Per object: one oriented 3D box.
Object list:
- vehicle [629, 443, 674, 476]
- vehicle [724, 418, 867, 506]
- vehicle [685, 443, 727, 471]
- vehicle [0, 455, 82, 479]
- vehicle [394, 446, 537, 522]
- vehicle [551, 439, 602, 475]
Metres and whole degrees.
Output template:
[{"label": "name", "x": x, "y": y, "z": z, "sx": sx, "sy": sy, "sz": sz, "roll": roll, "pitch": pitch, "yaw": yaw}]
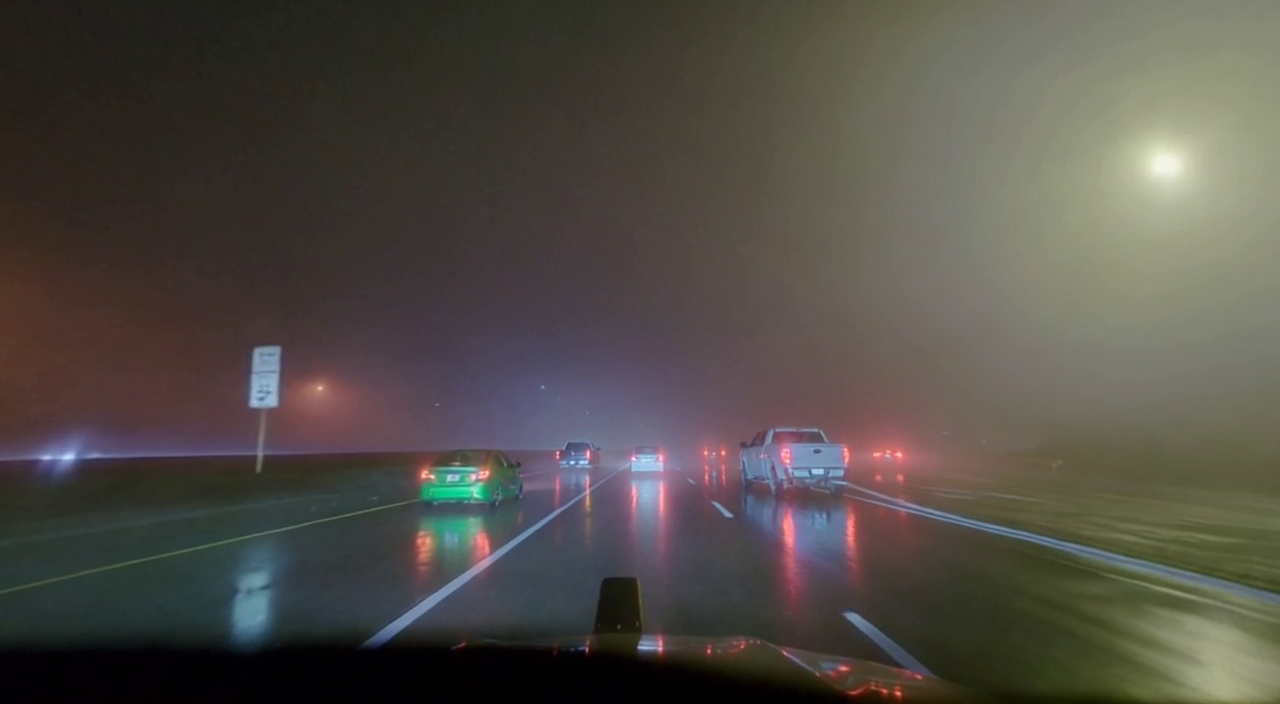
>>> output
[{"label": "vehicle", "x": 0.582, "y": 5.452, "z": 32.254, "sx": 2.147, "sy": 1.572, "sz": 4.094, "roll": 0, "pitch": -9, "yaw": 0}, {"label": "vehicle", "x": 3.832, "y": 2.861, "z": 16.820, "sx": 2.340, "sy": 1.925, "sz": 5.529, "roll": 0, "pitch": -9, "yaw": -1}, {"label": "vehicle", "x": 4.204, "y": 6.762, "z": 40.750, "sx": 2.145, "sy": 1.636, "sz": 4.437, "roll": 0, "pitch": -9, "yaw": -1}, {"label": "vehicle", "x": -42.360, "y": 8.046, "z": 44.415, "sx": 1.825, "sy": 1.533, "sz": 4.428, "roll": 0, "pitch": -9, "yaw": 0}, {"label": "vehicle", "x": -3.681, "y": 2.842, "z": 14.179, "sx": 1.947, "sy": 1.424, "sz": 4.264, "roll": 0, "pitch": -9, "yaw": 1}, {"label": "vehicle", "x": -3.346, "y": 5.708, "z": 34.382, "sx": 2.176, "sy": 1.783, "sz": 4.799, "roll": 0, "pitch": -9, "yaw": 1}]
